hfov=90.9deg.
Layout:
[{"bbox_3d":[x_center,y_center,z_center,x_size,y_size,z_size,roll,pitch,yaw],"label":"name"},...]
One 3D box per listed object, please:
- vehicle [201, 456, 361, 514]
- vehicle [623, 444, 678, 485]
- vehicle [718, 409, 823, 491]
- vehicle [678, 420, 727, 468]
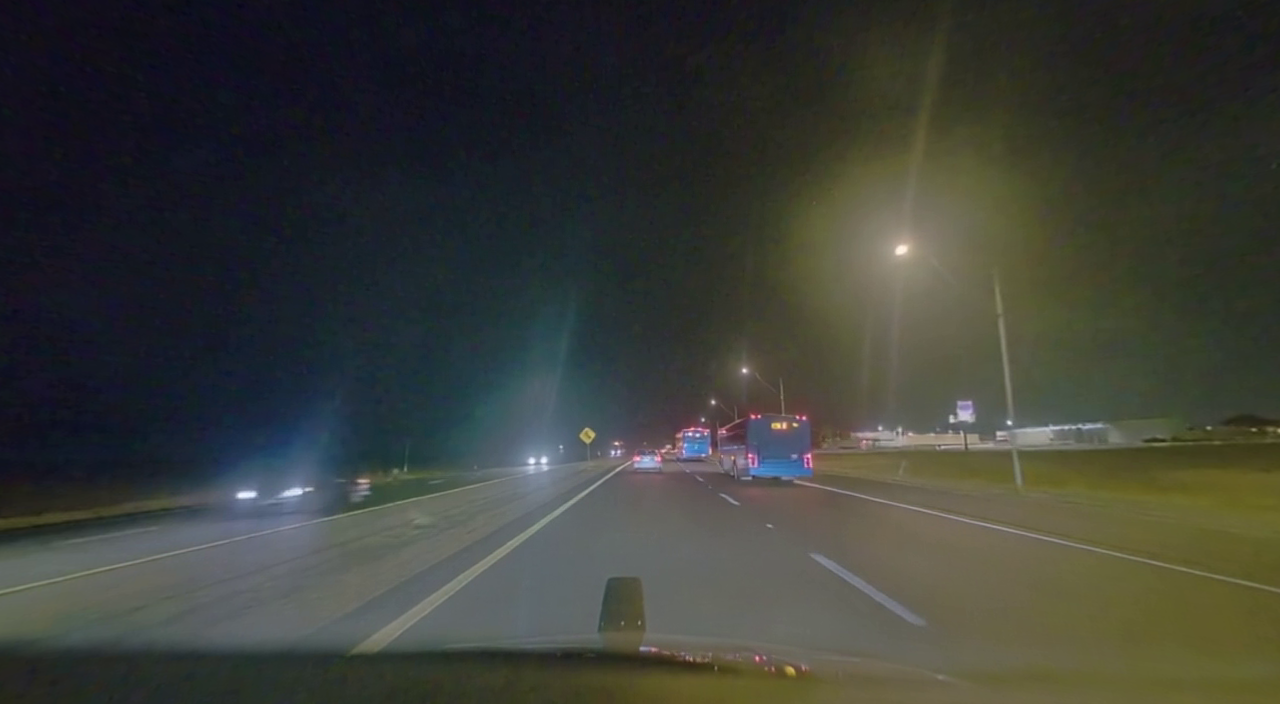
[{"bbox_3d":[-10.466,3.881,18.858,2.076,1.459,4.477,0,-9,1],"label":"vehicle"},{"bbox_3d":[0.382,4.358,24.663,2.004,1.449,3.817,0,-9,0],"label":"vehicle"},{"bbox_3d":[4.436,3.523,22.702,2.440,2.555,5.957,0,-9,-1],"label":"vehicle"},{"bbox_3d":[4.661,7.102,48.617,2.883,3.358,7.942,0,-9,-1],"label":"vehicle"}]
